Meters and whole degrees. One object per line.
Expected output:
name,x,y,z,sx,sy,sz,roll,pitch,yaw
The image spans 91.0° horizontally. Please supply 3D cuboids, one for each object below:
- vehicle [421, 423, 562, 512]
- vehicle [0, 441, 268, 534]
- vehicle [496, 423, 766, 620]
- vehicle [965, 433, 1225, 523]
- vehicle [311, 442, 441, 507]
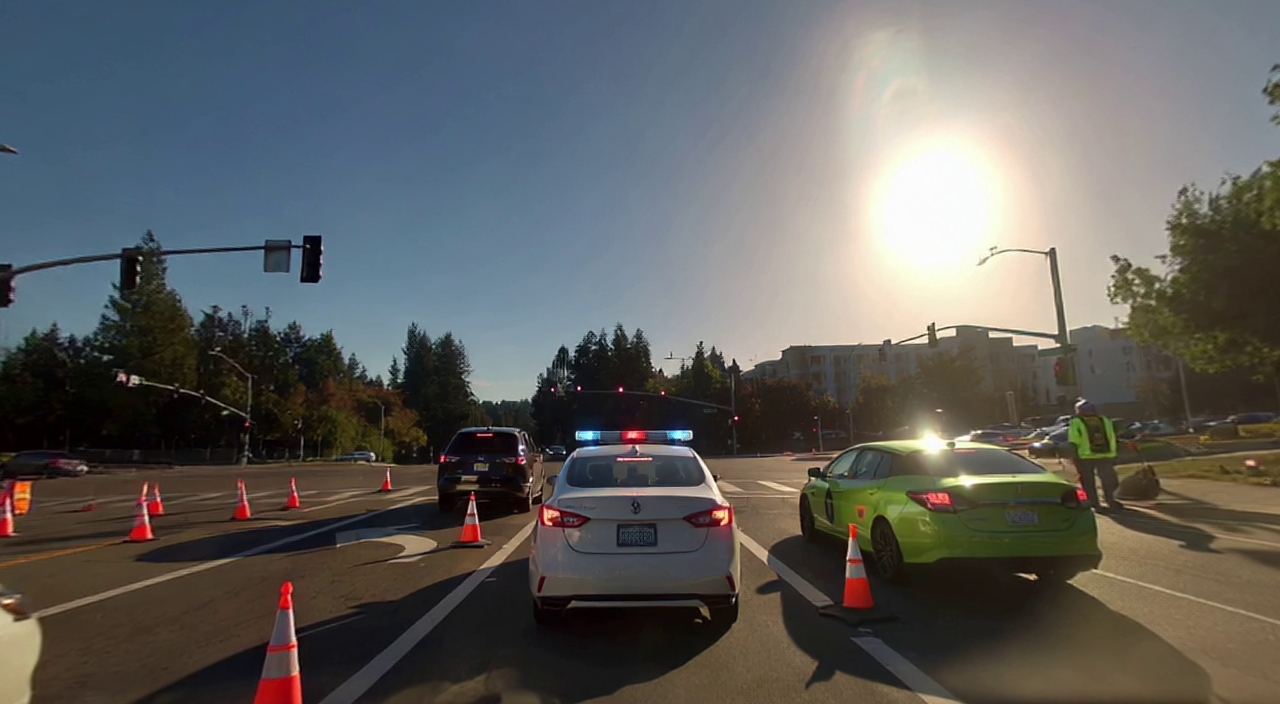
vehicle,-3.323,2.701,15.212,2.096,1.789,4.719,0,-8,2
vehicle,-9.807,2.572,12.656,1.858,1.494,4.578,0,-8,0
vehicle,-0.124,1.627,7.068,2.061,1.486,4.332,0,-8,-2
vehicle,9.334,2.587,13.589,1.957,1.576,4.670,0,-9,-3
vehicle,-6.556,3.043,16.056,1.825,1.460,3.365,0,-9,0
